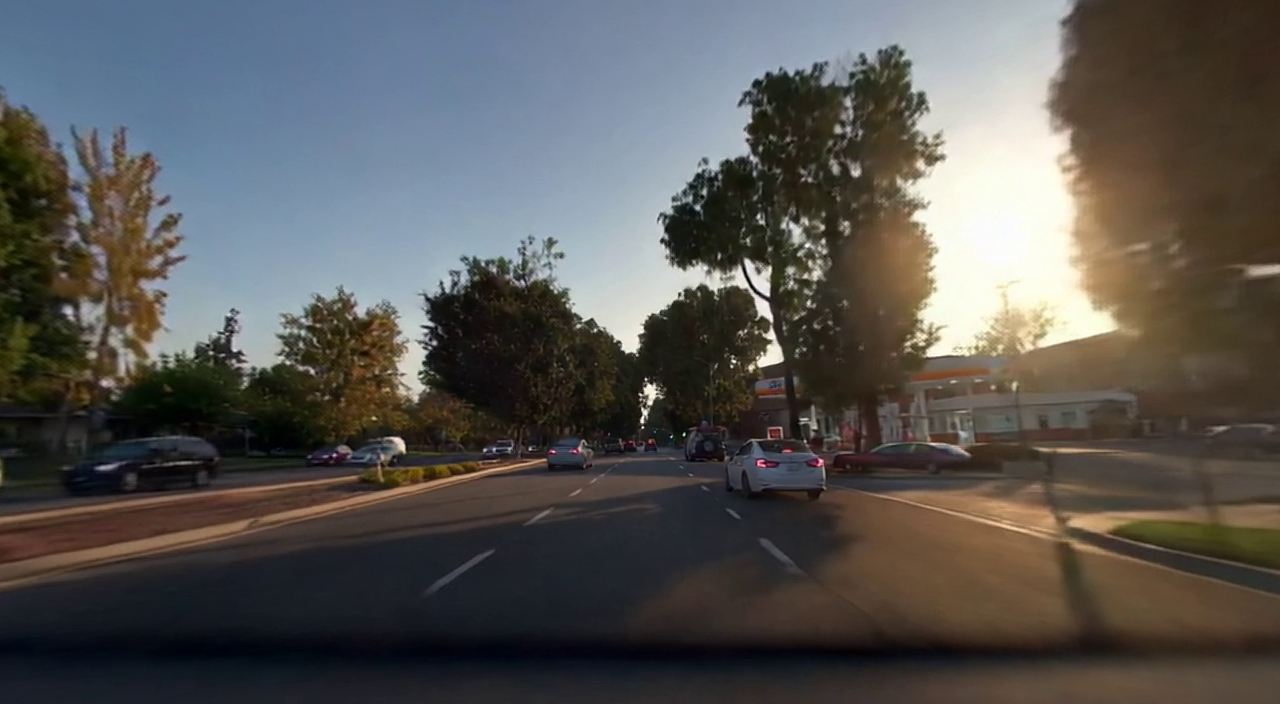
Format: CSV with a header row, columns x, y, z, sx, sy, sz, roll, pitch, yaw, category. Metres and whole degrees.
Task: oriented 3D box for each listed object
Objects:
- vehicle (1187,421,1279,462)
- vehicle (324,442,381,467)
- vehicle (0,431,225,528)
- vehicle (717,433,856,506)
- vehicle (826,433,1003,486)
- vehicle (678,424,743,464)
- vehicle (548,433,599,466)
x,y,z,sx,sy,sz,roll,pitch,yaw,category
24.046,3.459,24.337,1.921,1.463,4.380,1,-8,0,vehicle
-21.093,7.540,46.520,1.957,1.702,4.544,0,-8,2,vehicle
-11.404,2.510,13.249,2.004,1.509,4.932,-2,-6,1,vehicle
3.263,2.713,15.147,2.095,1.475,4.686,0,-8,-1,vehicle
7.954,3.158,18.753,4.514,1.425,1.937,-2,-8,14,vehicle
4.005,5.456,37.456,3.245,2.199,6.295,0,-8,1,vehicle
-3.568,5.360,34.761,2.250,1.713,4.422,0,-8,1,vehicle
